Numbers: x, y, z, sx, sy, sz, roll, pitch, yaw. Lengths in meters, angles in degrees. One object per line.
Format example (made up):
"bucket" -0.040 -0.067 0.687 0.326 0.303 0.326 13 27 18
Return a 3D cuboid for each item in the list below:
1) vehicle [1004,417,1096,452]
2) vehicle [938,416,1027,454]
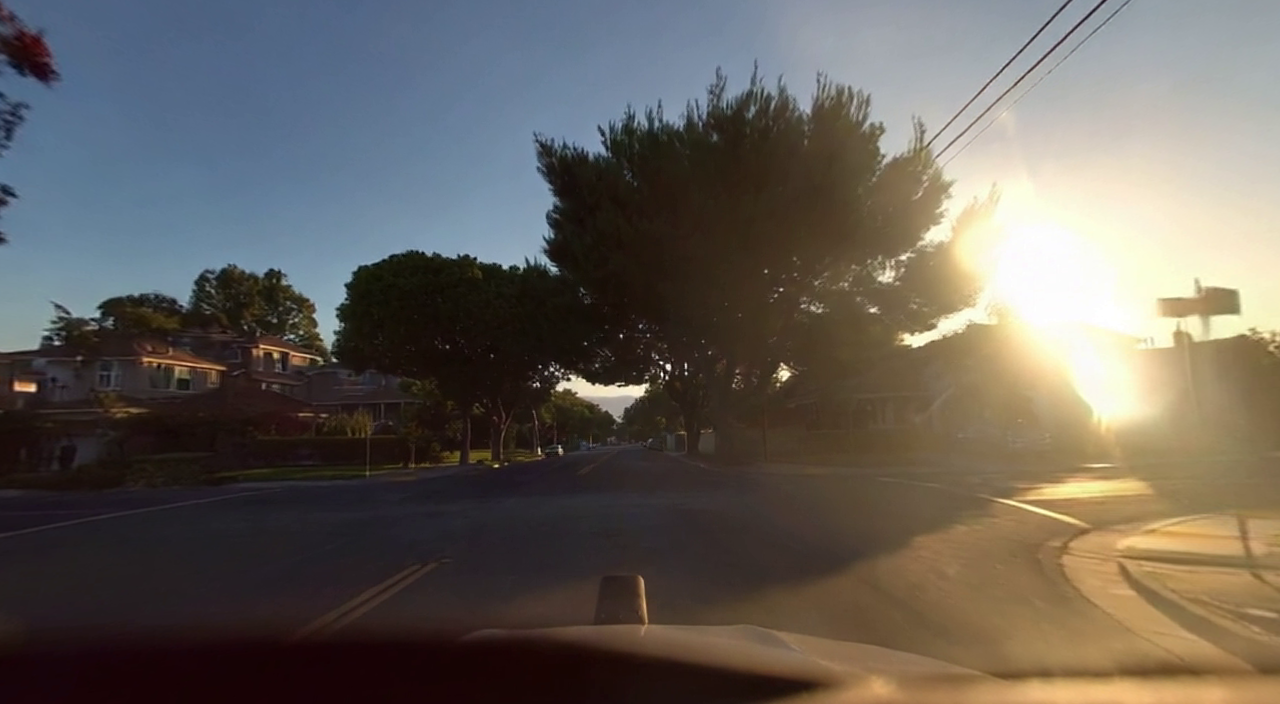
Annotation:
"vehicle" 18.873 3.859 29.243 1.803 1.504 4.324 -1 -8 7
"vehicle" 16.115 3.970 29.911 1.829 1.667 4.437 0 -8 2
